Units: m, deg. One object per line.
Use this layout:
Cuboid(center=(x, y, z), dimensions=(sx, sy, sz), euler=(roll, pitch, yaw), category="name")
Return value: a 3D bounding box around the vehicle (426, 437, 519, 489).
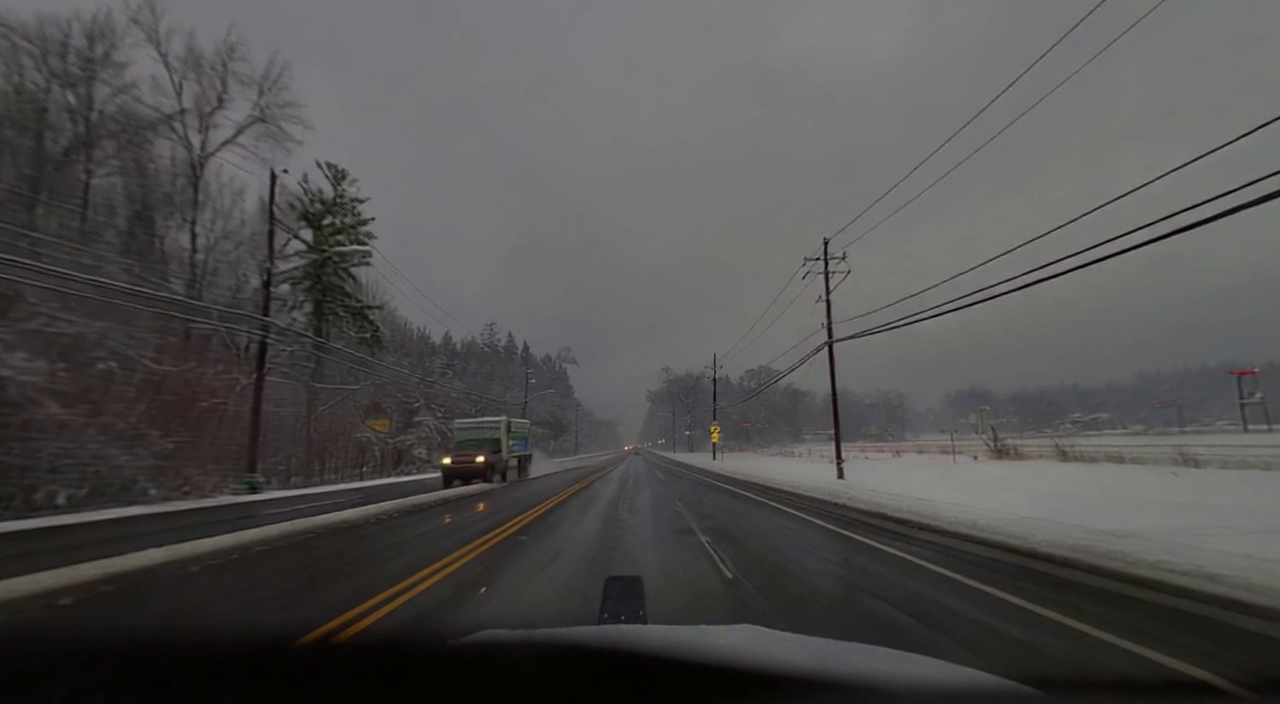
Cuboid(center=(-7.765, 5.201, 29.894), dimensions=(2.766, 2.122, 5.753), euler=(-2, -8, 1), category="vehicle")
